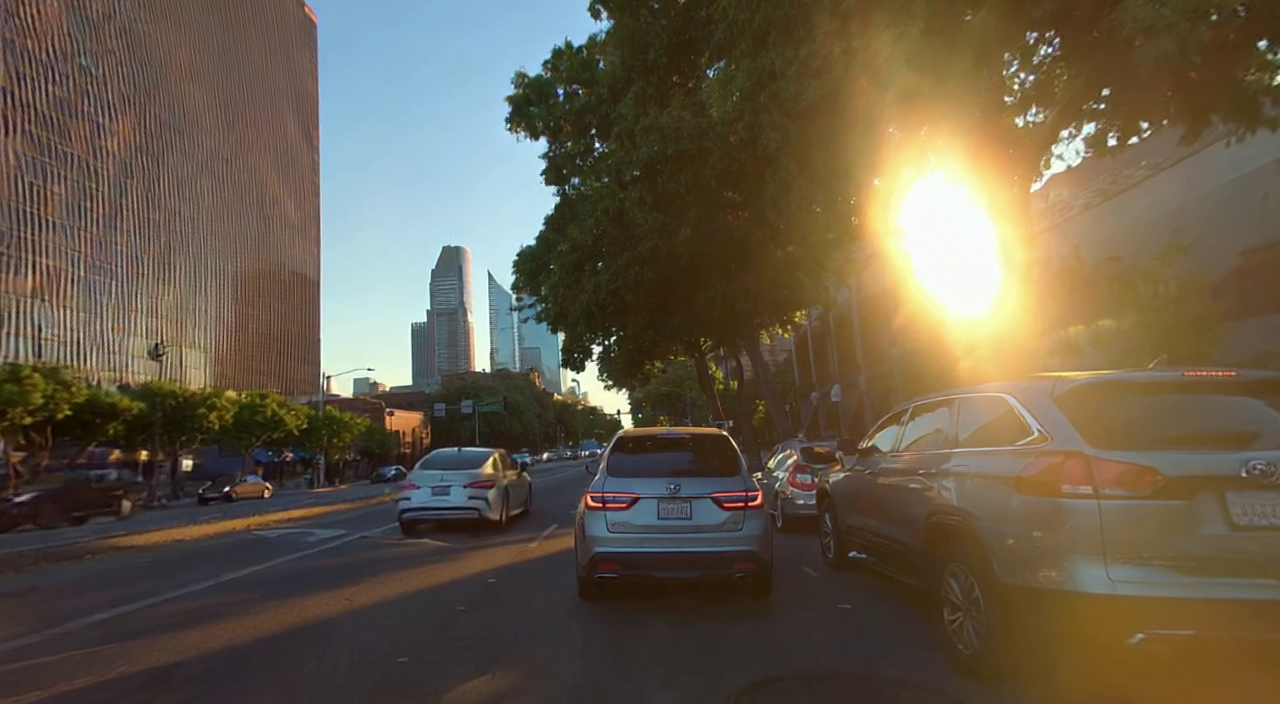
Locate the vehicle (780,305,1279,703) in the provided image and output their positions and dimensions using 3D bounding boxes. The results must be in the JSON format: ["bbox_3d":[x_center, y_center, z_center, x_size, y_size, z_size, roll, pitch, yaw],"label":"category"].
[{"bbox_3d":[2.743,1.084,4.912,2.117,1.855,4.794,0,-9,-1],"label":"vehicle"}]

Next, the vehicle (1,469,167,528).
[{"bbox_3d":[-19.475,5.115,22.402,2.068,1.729,4.135,0,-9,0],"label":"vehicle"}]

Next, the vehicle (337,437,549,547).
[{"bbox_3d":[-3.030,2.266,10.989,2.088,1.483,4.708,0,-9,1],"label":"vehicle"}]

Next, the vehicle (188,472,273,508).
[{"bbox_3d":[-22.629,7.592,35.033,1.854,1.419,4.318,-7,-8,0],"label":"vehicle"}]

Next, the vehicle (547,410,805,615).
[{"bbox_3d":[0.228,1.543,6.870,2.045,1.608,3.573,0,-9,-2],"label":"vehicle"}]
